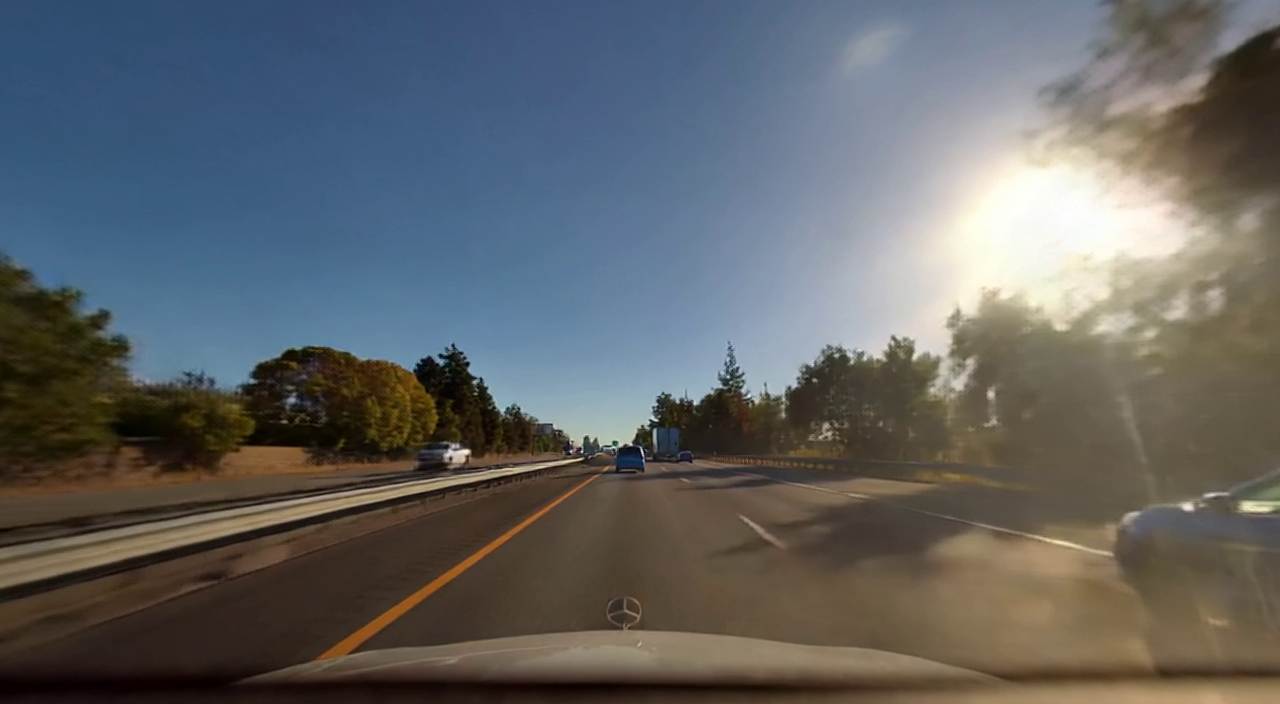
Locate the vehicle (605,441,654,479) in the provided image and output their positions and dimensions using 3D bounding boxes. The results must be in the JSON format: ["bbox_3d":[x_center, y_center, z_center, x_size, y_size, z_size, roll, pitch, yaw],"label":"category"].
[{"bbox_3d":[-0.489,5.205,30.501,2.190,1.706,4.062,0,-9,-1],"label":"vehicle"}]

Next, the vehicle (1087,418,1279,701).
[{"bbox_3d":[4.210,0.956,2.610,1.917,1.421,3.759,0,-9,0],"label":"vehicle"}]

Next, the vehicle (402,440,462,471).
[{"bbox_3d":[-12.365,6.178,37.735,1.994,1.729,4.652,0,-9,0],"label":"vehicle"}]
